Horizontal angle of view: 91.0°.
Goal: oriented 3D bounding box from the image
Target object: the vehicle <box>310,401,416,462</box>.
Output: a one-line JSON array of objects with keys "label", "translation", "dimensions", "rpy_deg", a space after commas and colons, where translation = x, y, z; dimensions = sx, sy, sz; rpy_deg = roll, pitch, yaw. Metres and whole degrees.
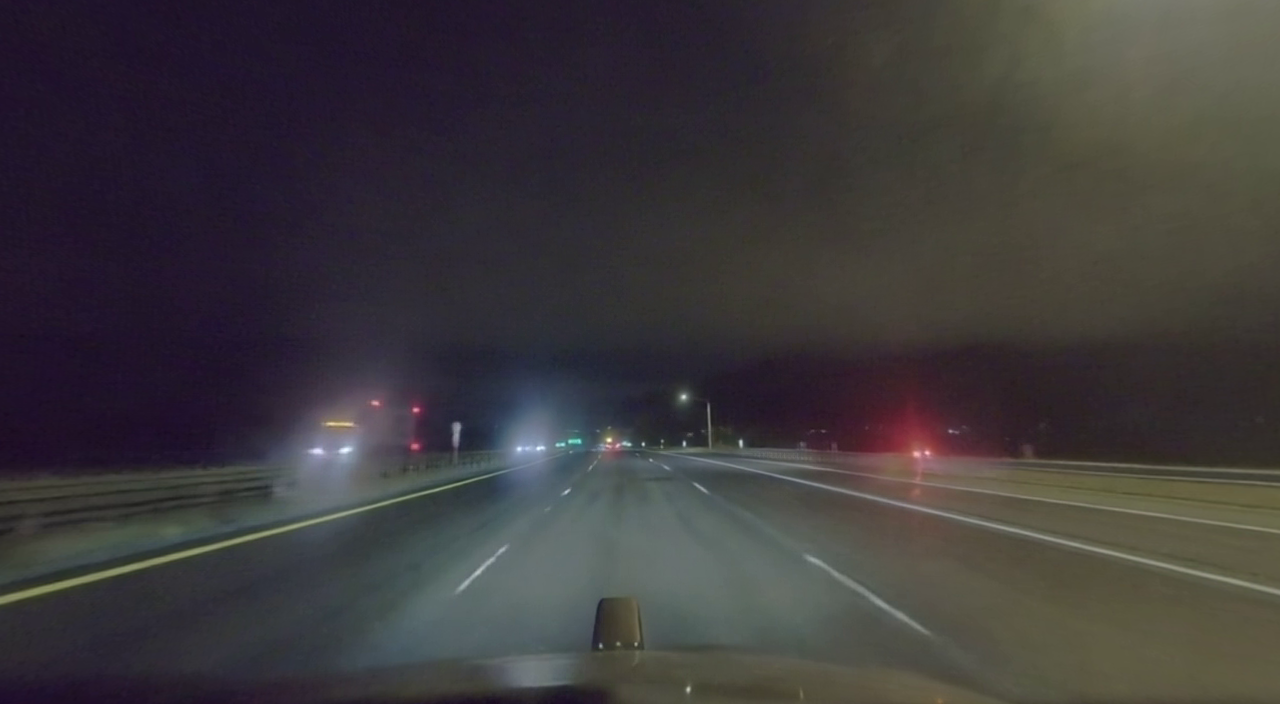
[{"label": "vehicle", "translation": [-15.510, 4.629, 35.994], "dimensions": [2.776, 3.088, 7.592], "rpy_deg": [0, -9, -2]}]
